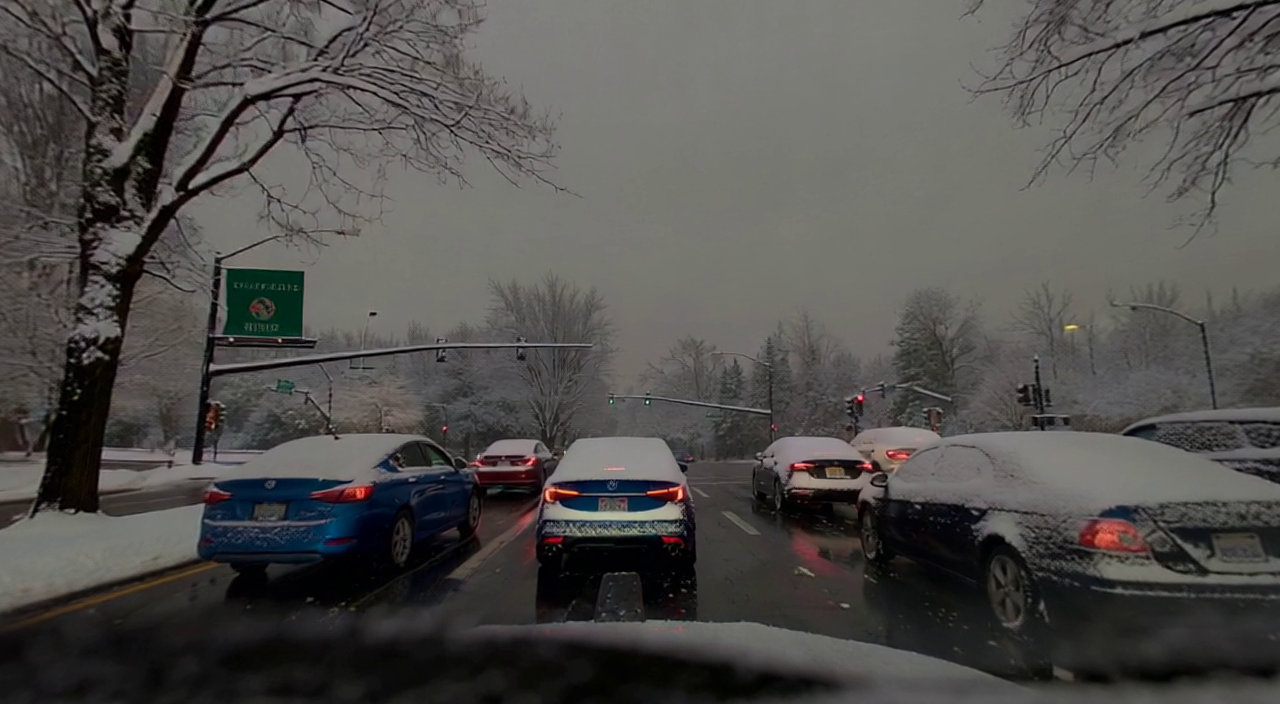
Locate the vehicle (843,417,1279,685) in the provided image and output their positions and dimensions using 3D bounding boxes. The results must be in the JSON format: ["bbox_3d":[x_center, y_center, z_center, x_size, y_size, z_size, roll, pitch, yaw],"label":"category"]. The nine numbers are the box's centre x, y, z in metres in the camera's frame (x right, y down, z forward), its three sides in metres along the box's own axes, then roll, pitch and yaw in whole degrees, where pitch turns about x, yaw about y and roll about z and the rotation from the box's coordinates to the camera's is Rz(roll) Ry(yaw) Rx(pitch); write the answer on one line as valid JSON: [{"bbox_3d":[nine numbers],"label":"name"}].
[{"bbox_3d":[3.596,1.439,5.802,1.953,1.471,4.470,0,-9,0],"label":"vehicle"}]

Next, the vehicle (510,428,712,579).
[{"bbox_3d":[-0.315,1.784,8.174,1.994,1.479,3.647,0,-9,-1],"label":"vehicle"}]

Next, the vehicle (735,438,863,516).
[{"bbox_3d":[3.404,2.737,14.339,1.852,1.498,3.825,0,-9,-1],"label":"vehicle"}]

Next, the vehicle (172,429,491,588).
[{"bbox_3d":[-3.370,1.770,8.005,1.929,1.457,4.136,0,-9,0],"label":"vehicle"}]
